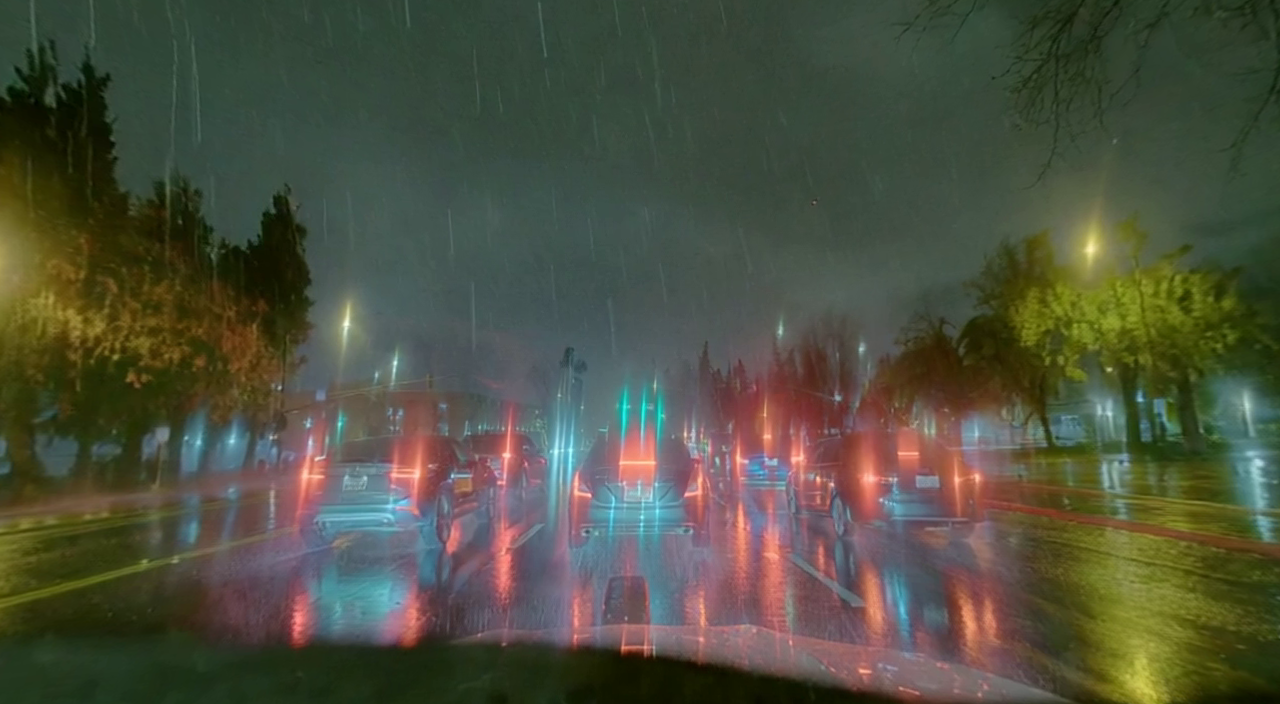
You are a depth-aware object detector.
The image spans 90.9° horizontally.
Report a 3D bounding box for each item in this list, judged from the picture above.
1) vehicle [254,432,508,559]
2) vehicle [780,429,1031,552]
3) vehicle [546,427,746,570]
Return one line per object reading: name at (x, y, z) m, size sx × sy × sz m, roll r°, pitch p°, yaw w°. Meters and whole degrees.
vehicle at (-3.463, 1.983, 9.460) m, size 2.002 × 1.465 × 4.098 m, roll 0°, pitch -8°, yaw 1°
vehicle at (3.779, 2.030, 10.032) m, size 1.990 × 1.486 × 4.431 m, roll 0°, pitch -8°, yaw -1°
vehicle at (0.047, 1.839, 8.659) m, size 2.101 × 1.480 × 3.929 m, roll 0°, pitch -8°, yaw 0°
